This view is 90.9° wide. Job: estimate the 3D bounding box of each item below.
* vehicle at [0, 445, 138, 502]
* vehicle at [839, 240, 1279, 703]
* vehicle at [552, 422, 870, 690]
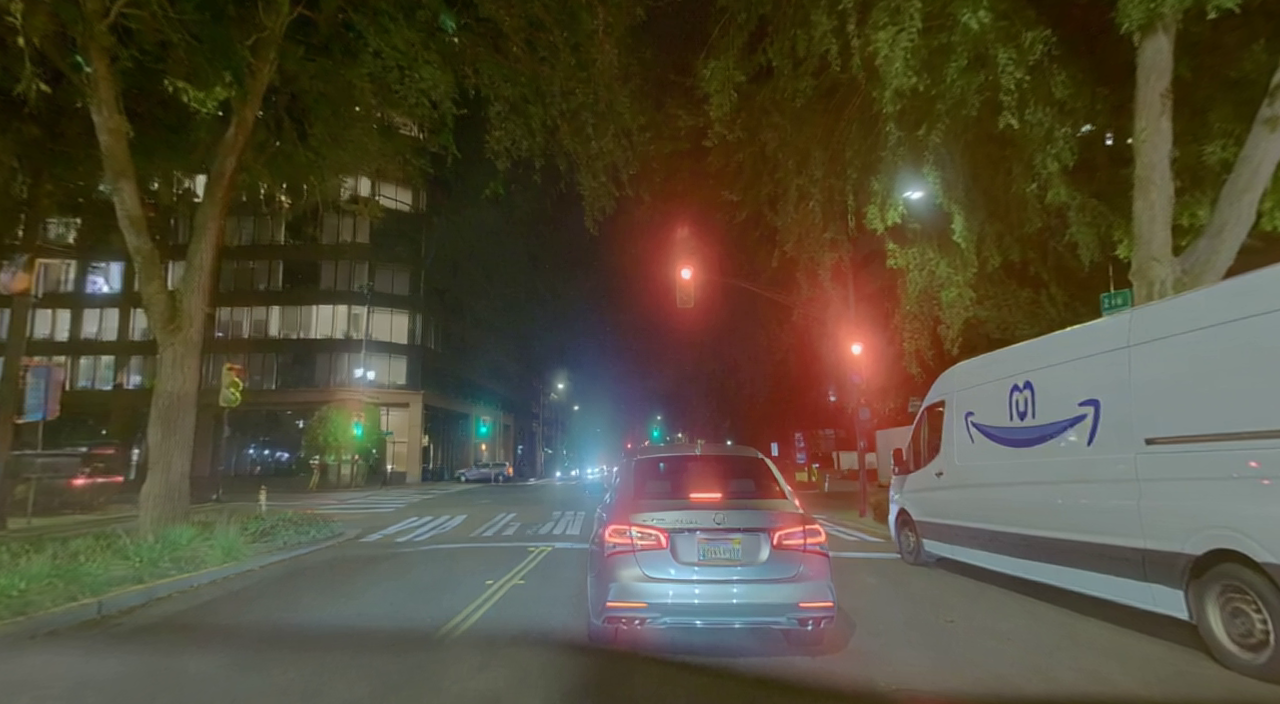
[{"bbox_3d":[-29.534,6.176,32.111,5.743,2.738,2.263,1,-10,0],"label":"vehicle"},{"bbox_3d":[2.847,0.909,2.997,2.054,1.965,5.248,1,-11,0],"label":"vehicle"},{"bbox_3d":[0.391,1.602,5.792,1.961,1.629,3.610,1,-10,-2],"label":"vehicle"}]
